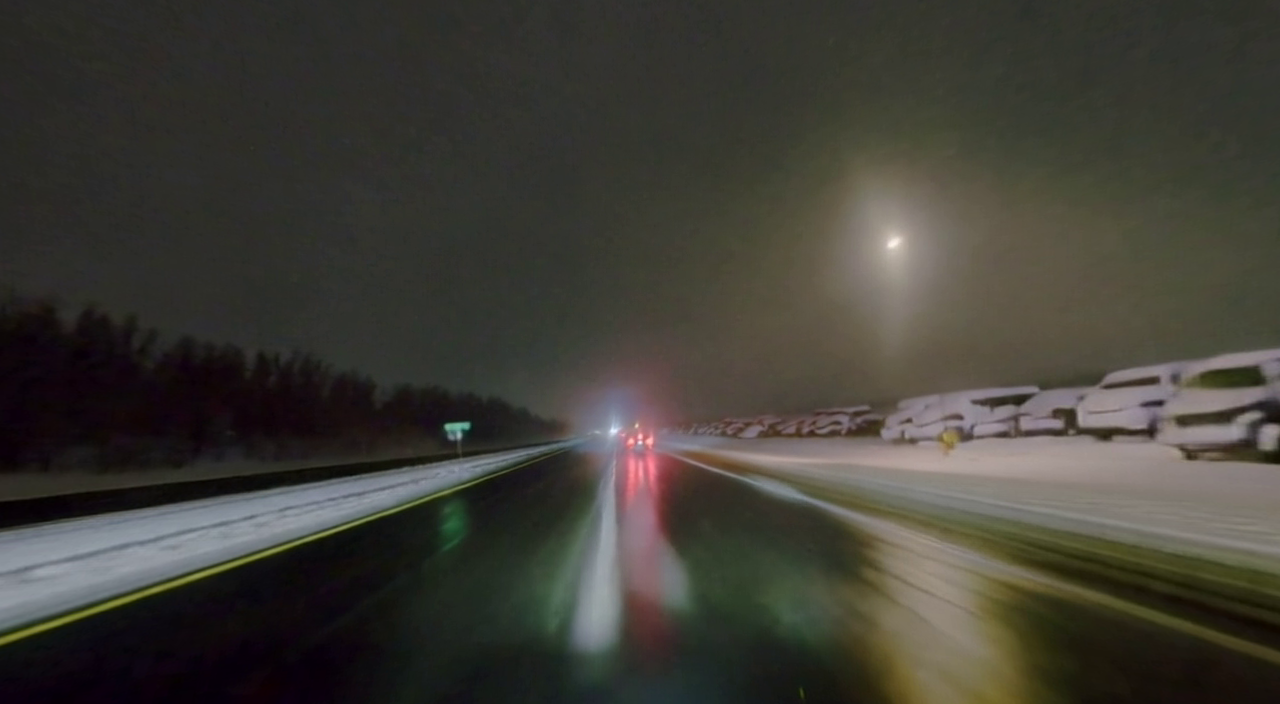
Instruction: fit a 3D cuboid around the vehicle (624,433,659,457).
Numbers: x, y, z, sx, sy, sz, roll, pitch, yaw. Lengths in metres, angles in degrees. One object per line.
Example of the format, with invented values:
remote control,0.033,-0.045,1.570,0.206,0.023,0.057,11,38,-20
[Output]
vehicle,0.053,6.062,41.128,2.037,1.504,4.248,0,-8,-3
